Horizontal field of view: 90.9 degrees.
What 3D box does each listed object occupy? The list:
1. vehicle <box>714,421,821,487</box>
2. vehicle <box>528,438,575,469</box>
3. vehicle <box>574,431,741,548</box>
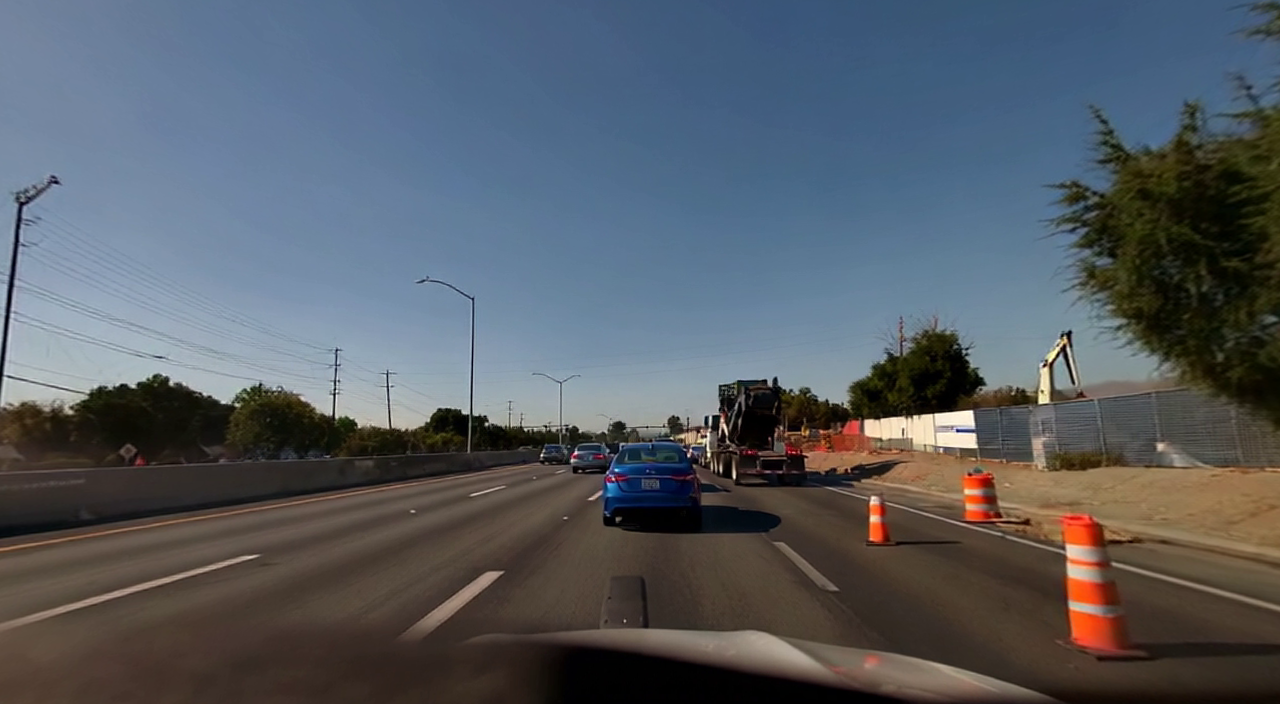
[{"bbox_3d":[4.255,3.575,22.392,2.555,2.017,6.201,0,-8,1],"label":"vehicle"},{"bbox_3d":[-5.135,5.971,37.241,1.963,1.721,4.467,-1,-8,3],"label":"vehicle"},{"bbox_3d":[0.232,2.081,10.245,2.128,1.473,4.272,0,-8,0],"label":"vehicle"}]
